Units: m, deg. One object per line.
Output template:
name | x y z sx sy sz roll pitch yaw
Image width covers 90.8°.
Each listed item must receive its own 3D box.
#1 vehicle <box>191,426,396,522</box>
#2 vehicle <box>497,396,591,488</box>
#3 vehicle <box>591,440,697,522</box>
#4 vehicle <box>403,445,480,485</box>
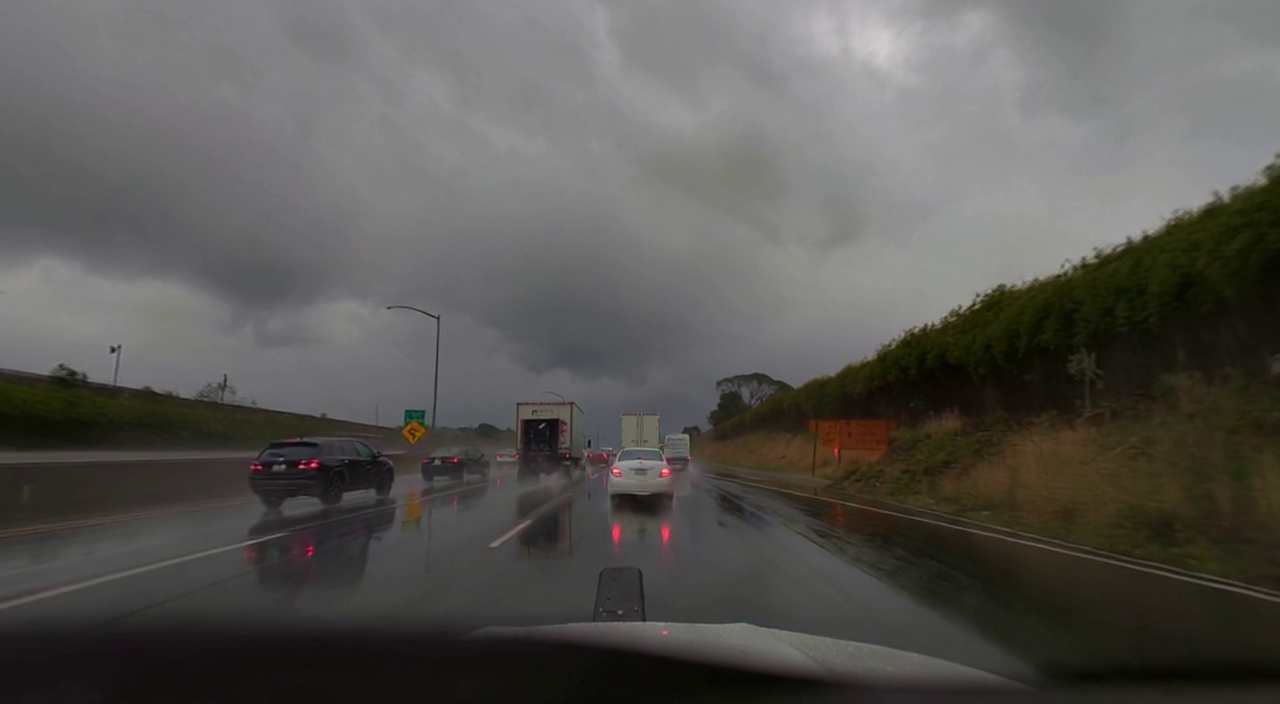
vehicle | -7.237 2.587 13.828 1.952 1.746 4.332 -1 -9 1
vehicle | -3.789 3.847 26.811 2.812 3.342 7.248 -1 -9 0
vehicle | 0.047 2.689 13.570 1.995 1.495 3.380 0 -9 -1
vehicle | -8.039 4.603 25.919 1.880 1.512 3.758 -1 -9 1
